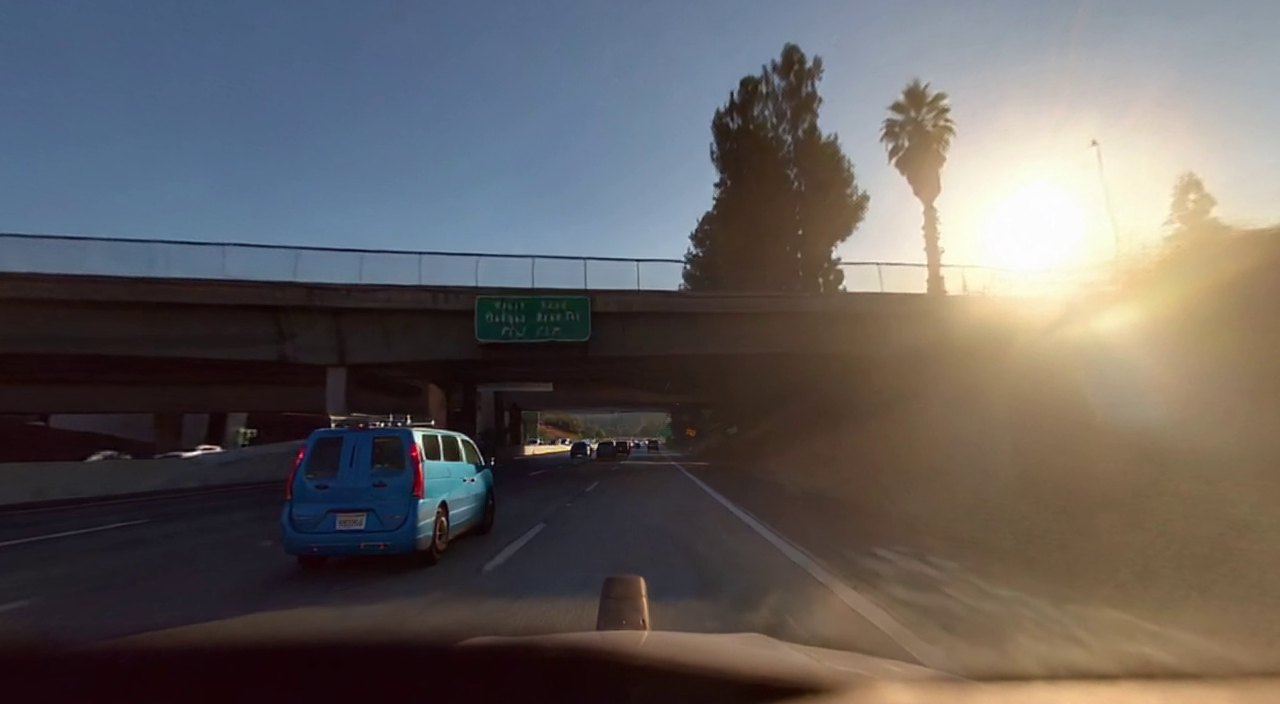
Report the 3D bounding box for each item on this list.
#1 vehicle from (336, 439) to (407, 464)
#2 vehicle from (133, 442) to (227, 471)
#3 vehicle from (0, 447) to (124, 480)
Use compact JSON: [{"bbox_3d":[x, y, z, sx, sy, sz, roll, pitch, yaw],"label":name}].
[{"bbox_3d":[-19.669,7.330,46.611,2.477,1.667,5.834,0,-8,3],"label":"vehicle"},{"bbox_3d":[-28.864,6.555,39.852,2.008,1.707,5.059,0,-8,2],"label":"vehicle"},{"bbox_3d":[-27.415,5.282,30.148,1.826,1.432,4.233,0,-8,1],"label":"vehicle"}]
